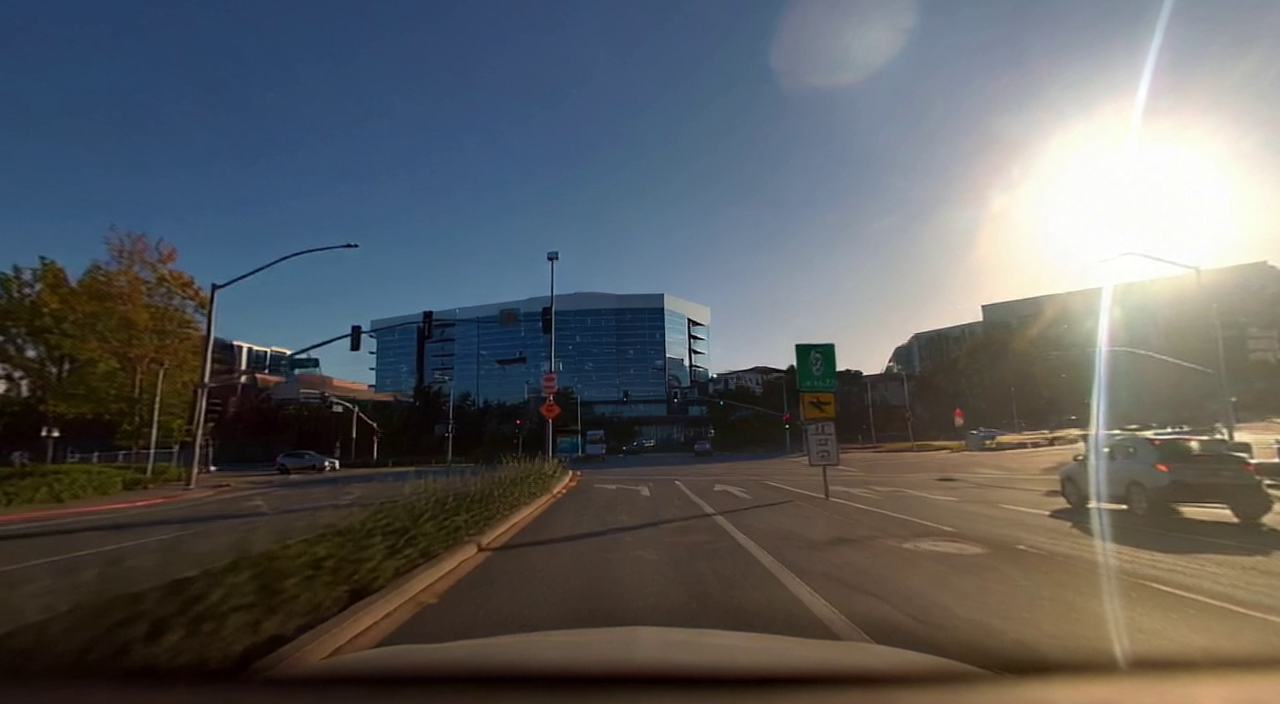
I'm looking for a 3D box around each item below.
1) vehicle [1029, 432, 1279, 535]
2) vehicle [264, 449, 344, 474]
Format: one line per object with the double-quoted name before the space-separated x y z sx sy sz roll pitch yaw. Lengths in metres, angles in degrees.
"vehicle" 9.542 2.260 11.548 1.933 1.500 4.458 0 -8 -1
"vehicle" -24.946 8.145 47.026 4.706 1.734 2.253 -1 -8 6
